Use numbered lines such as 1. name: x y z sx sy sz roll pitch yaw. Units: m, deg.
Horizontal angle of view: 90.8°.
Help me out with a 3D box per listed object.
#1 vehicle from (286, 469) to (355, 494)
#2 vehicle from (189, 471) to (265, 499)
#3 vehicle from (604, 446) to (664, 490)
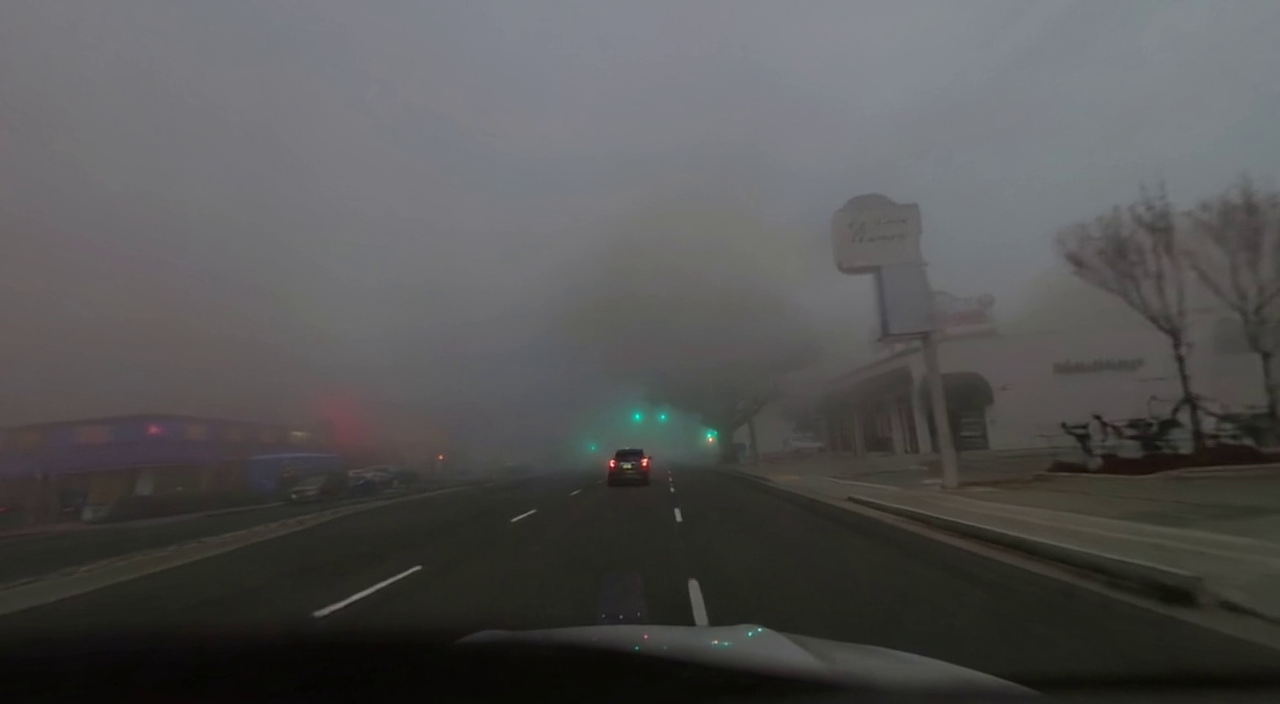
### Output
1. vehicle: -24.085 9.719 47.680 4.310 1.663 1.881 6 -10 -34
2. vehicle: -29.419 9.419 45.006 4.261 1.756 1.915 6 -11 -38
3. vehicle: -0.128 4.246 23.495 1.977 1.451 4.032 -1 -8 3
